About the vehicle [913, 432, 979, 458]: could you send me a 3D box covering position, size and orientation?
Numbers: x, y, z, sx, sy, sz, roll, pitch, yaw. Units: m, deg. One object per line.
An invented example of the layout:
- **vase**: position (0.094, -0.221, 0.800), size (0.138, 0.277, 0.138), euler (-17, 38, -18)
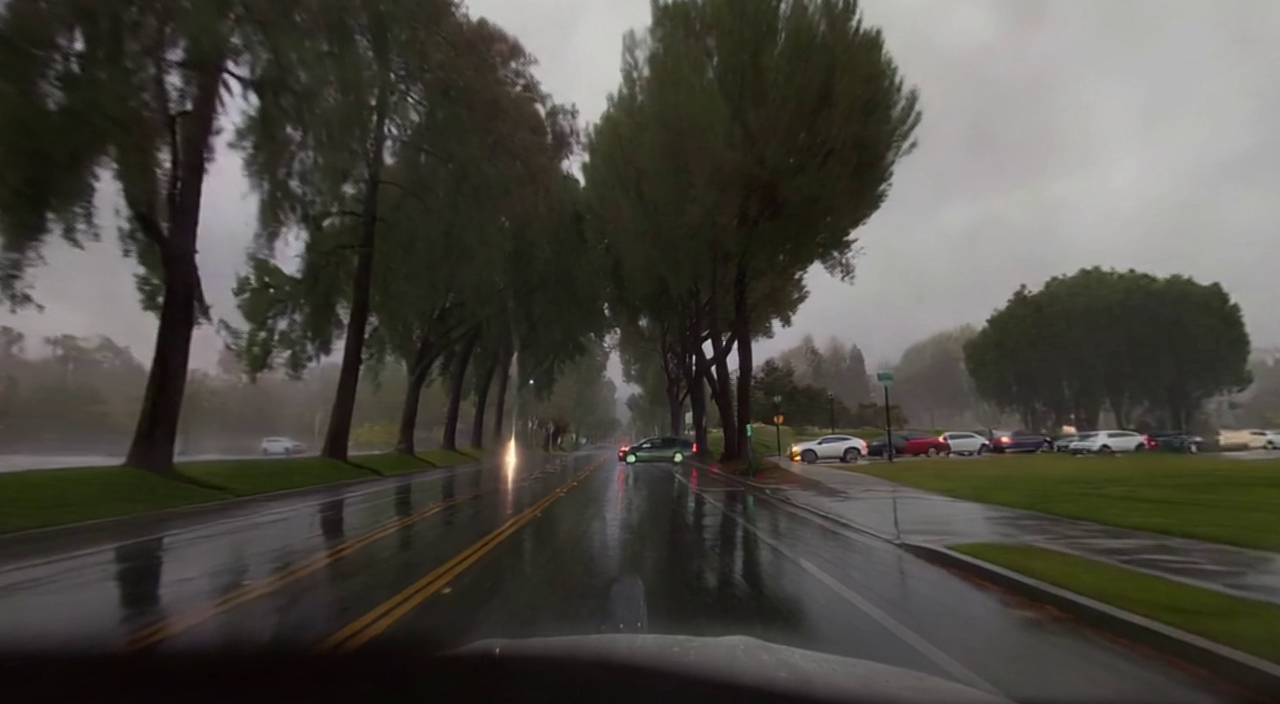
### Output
- **vehicle**: position (17.985, 5.481, 37.290), size (1.673, 1.436, 3.700), euler (0, -8, -8)

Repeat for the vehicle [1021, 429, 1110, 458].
- **vehicle**: position (25.684, 5.559, 38.372), size (1.919, 1.592, 4.607), euler (0, -9, -5)

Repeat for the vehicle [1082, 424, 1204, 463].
- **vehicle**: position (21.147, 3.887, 26.635), size (3.830, 1.429, 1.890), euler (4, -10, -10)

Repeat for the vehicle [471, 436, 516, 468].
- **vehicle**: position (-8.891, 6.109, 38.700), size (2.100, 1.771, 4.463), euler (0, -8, -6)

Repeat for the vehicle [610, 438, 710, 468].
- **vehicle**: position (1.031, 5.395, 33.736), size (4.890, 1.478, 2.253), euler (-6, -10, 34)

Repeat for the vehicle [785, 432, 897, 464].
- **vehicle**: position (9.968, 4.807, 31.630), size (4.870, 1.507, 2.073), euler (-1, -9, 0)

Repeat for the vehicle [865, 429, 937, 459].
- **vehicle**: position (15.482, 5.528, 37.761), size (2.073, 1.642, 4.468), euler (0, -9, -6)

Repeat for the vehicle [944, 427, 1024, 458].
- **vehicle**: position (20.716, 5.514, 38.306), size (2.023, 1.736, 4.227), euler (1, -9, -8)

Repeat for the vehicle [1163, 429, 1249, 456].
- **vehicle**: position (36.120, 5.794, 40.458), size (1.790, 1.665, 3.807), euler (0, -8, -4)
